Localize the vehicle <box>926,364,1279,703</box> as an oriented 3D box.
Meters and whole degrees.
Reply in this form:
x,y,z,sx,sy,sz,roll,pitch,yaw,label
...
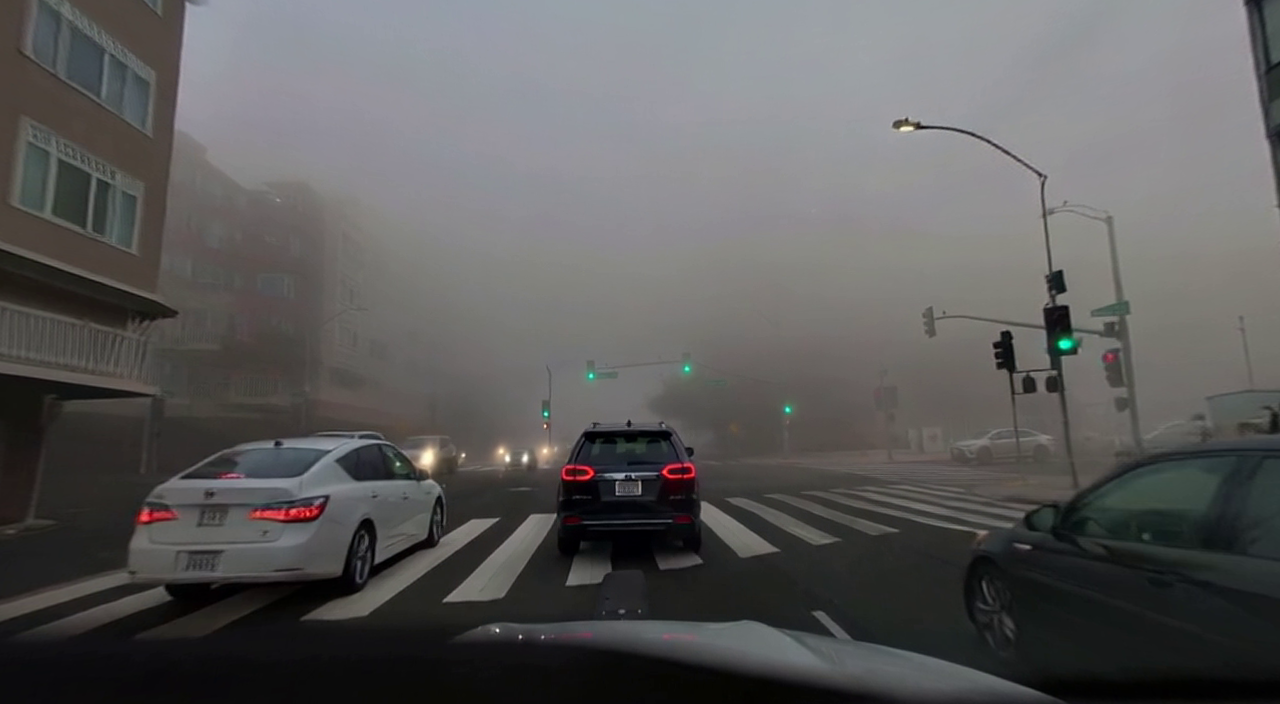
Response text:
x,y,z,sx,sy,sz,roll,pitch,yaw,label
3.179,0.924,2.700,1.906,1.608,4.137,0,-8,-1,vehicle

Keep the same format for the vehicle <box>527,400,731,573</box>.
x,y,z,sx,sy,sz,roll,pitch,yaw,label
-0.139,1.855,9.620,2.206,1.858,5.332,0,-8,0,vehicle

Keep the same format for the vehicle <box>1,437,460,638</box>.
x,y,z,sx,sy,sz,roll,pitch,yaw,label
-3.769,1.749,7.185,2.055,1.488,4.733,0,-8,0,vehicle
